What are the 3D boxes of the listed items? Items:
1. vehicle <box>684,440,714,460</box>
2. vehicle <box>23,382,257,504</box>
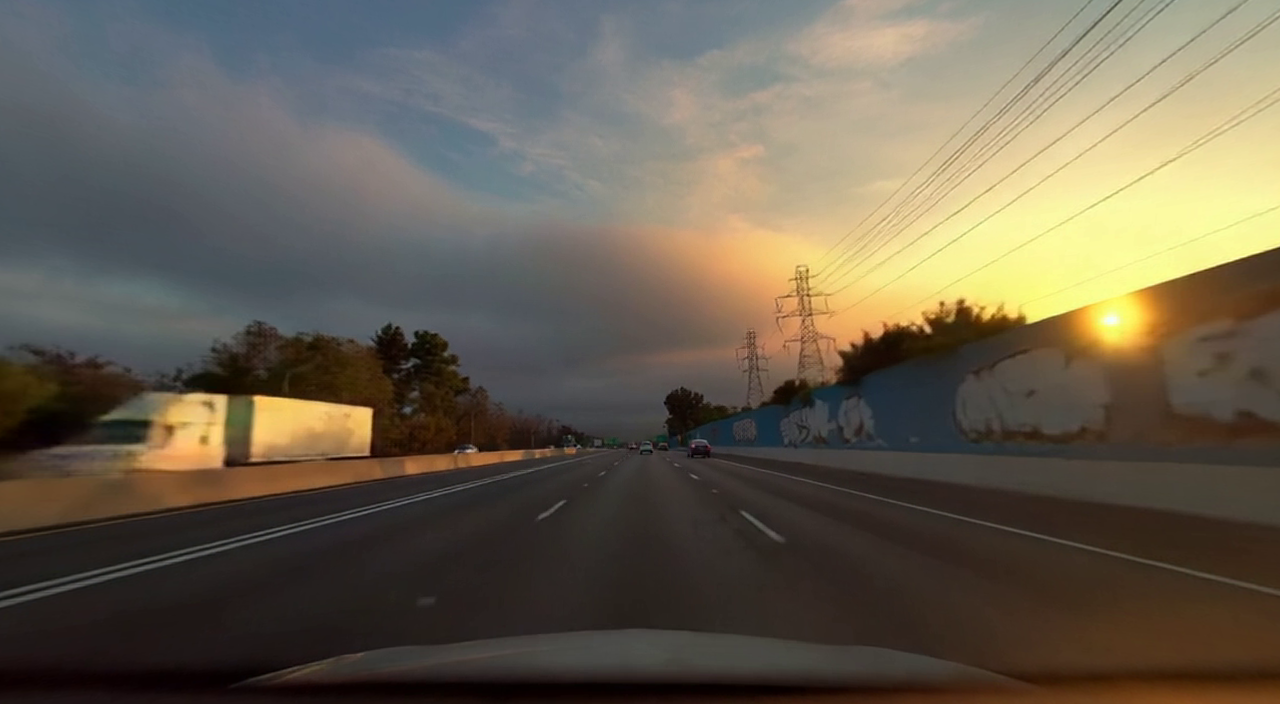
[{"bbox_3d":[4.572,7.696,49.388,1.991,1.494,3.951,0,-8,0],"label":"vehicle"},{"bbox_3d":[-18.907,3.556,24.667,3.012,4.030,7.276,-1,-9,0],"label":"vehicle"}]
